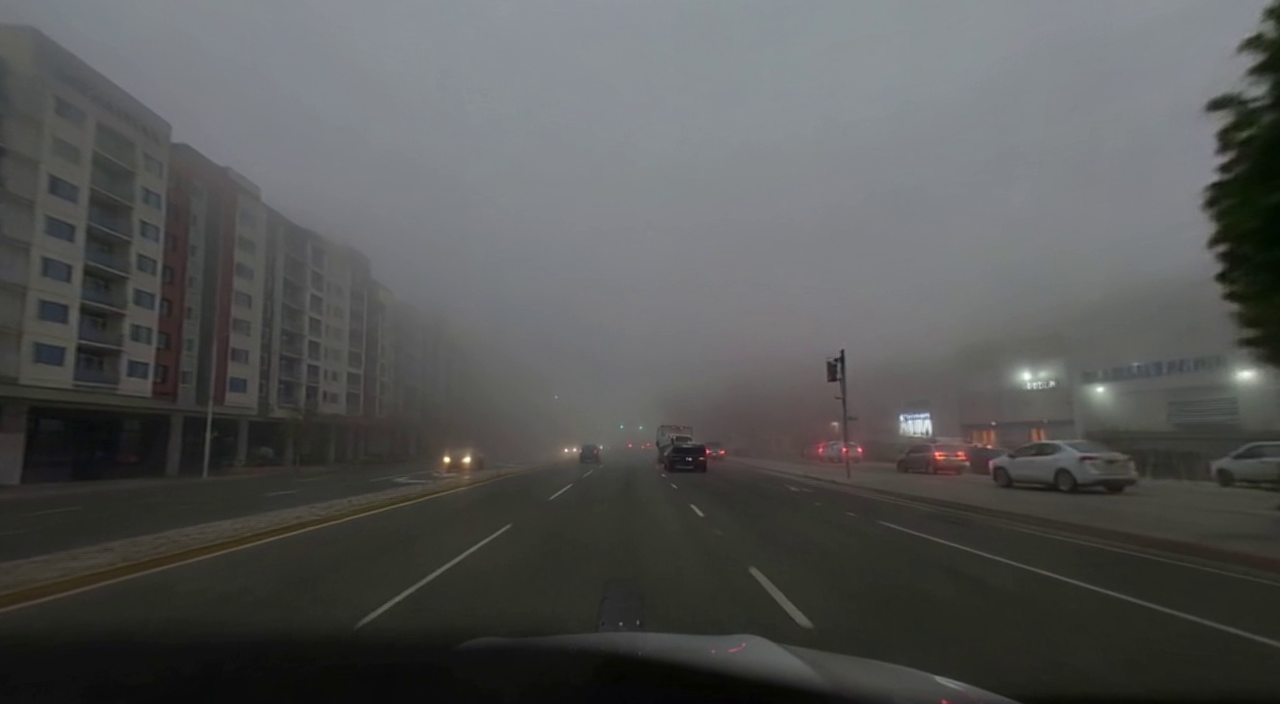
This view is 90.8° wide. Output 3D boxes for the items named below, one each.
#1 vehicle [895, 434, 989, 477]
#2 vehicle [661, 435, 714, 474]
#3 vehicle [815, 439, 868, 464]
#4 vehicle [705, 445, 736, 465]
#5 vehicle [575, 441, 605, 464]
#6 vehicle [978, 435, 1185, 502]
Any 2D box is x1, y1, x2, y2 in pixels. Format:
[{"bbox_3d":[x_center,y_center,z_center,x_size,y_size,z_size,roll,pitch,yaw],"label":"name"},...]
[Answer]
[{"bbox_3d":[14.163,4.896,30.006,2.019,1.819,4.909,0,-9,1],"label":"vehicle"},{"bbox_3d":[2.259,5.097,31.681,2.130,1.787,5.126,0,-9,-2],"label":"vehicle"},{"bbox_3d":[14.356,7.104,45.321,1.975,1.648,4.451,1,-8,-5],"label":"vehicle"},{"bbox_3d":[6.268,8.068,49.594,1.795,1.459,4.333,0,-9,-2],"label":"vehicle"},{"bbox_3d":[-3.685,7.517,47.323,2.046,1.617,4.601,0,-9,-1],"label":"vehicle"},{"bbox_3d":[11.967,3.155,17.659,1.954,1.483,4.742,-2,-8,-7],"label":"vehicle"}]
